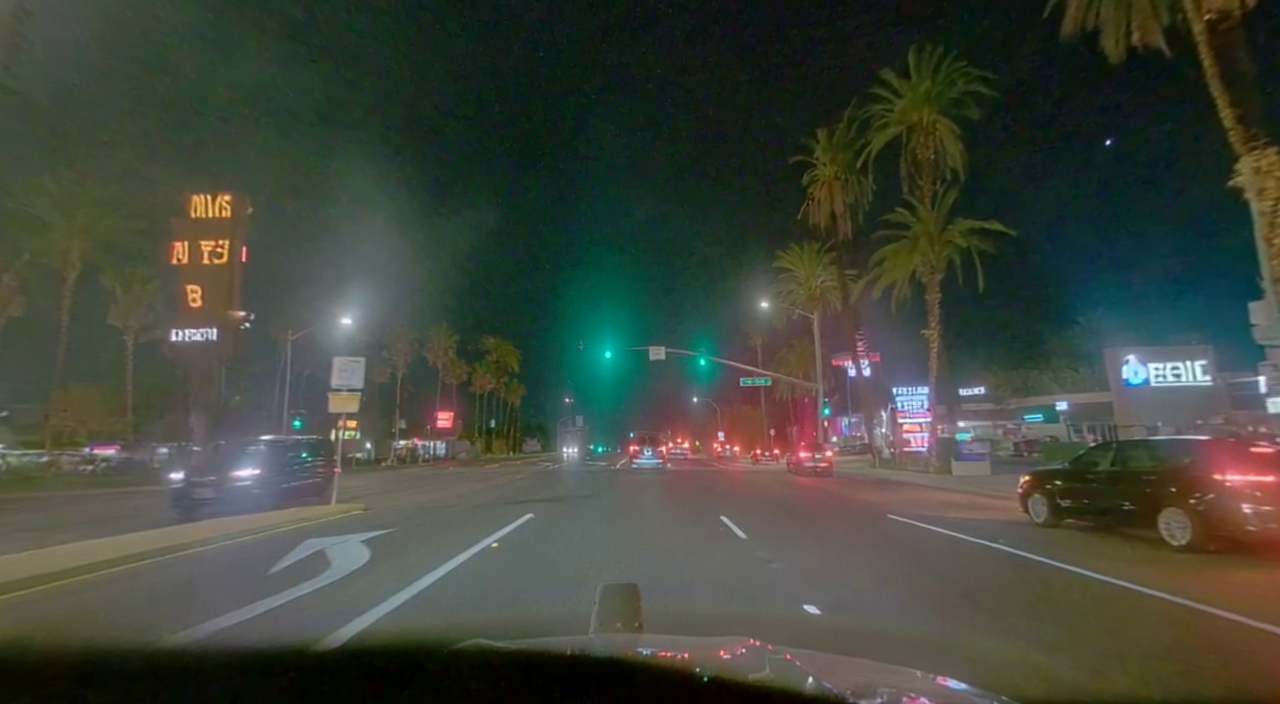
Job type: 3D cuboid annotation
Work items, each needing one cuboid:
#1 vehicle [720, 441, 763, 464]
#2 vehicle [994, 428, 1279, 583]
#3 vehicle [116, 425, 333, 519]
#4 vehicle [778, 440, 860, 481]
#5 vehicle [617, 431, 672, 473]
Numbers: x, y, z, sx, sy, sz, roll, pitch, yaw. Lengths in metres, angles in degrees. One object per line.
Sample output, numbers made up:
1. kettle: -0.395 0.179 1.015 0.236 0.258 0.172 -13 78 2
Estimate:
1. vehicle: 7.001 7.004 44.129 2.038 1.476 5.032 0 -9 -1
2. vehicle: 7.171 1.818 8.329 2.076 1.483 4.963 0 -9 -1
3. vehicle: -9.602 2.801 15.244 2.182 1.774 4.691 -3 -8 -2
4. vehicle: 6.981 4.264 25.150 1.902 1.461 4.428 0 -9 -1
5. vehicle: 0.162 4.796 30.401 2.428 1.816 4.959 0 -9 -1
